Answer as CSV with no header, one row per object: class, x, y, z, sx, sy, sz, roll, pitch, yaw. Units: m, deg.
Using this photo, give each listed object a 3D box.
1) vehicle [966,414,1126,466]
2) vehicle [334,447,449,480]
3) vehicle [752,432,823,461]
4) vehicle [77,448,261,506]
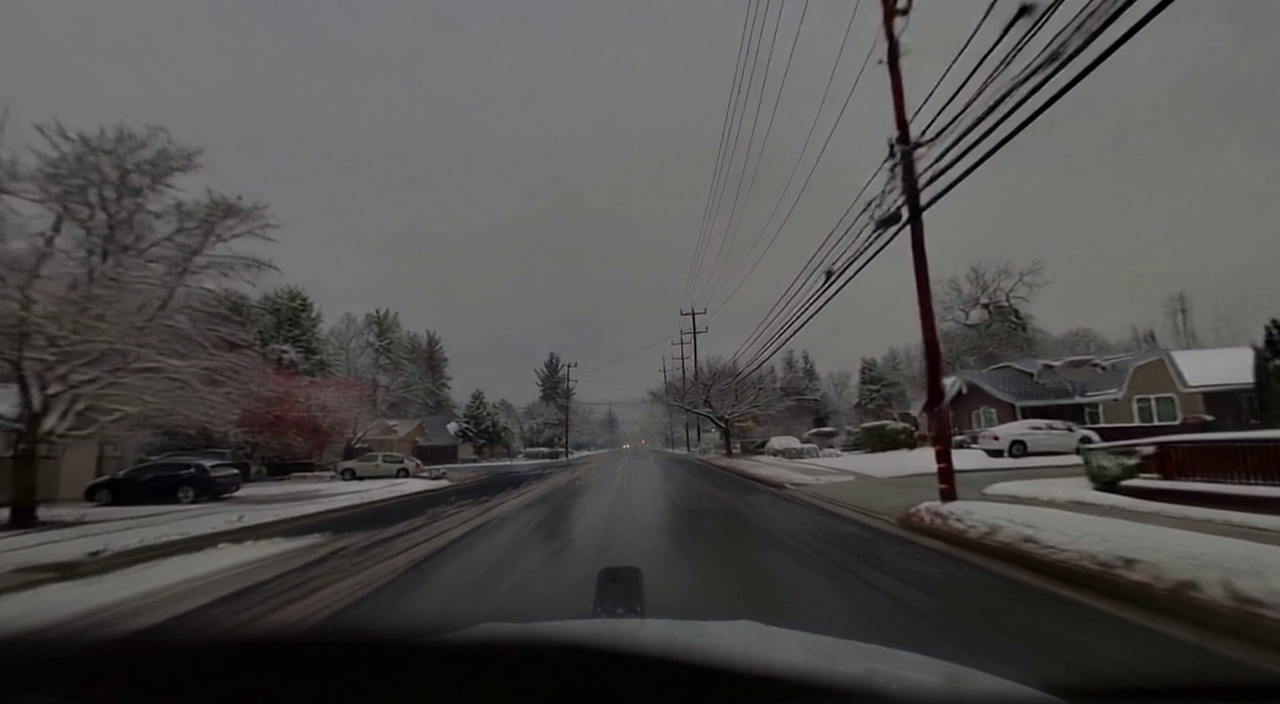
vehicle,14.797,3.254,23.276,4.373,1.759,2.093,0,-9,4
vehicle,-12.478,5.612,31.889,4.893,1.567,2.105,-1,-8,6
vehicle,10.666,6.884,46.007,4.686,1.786,2.019,-4,-8,6
vehicle,-14.950,3.960,20.559,1.978,1.586,5.192,0,-8,0
